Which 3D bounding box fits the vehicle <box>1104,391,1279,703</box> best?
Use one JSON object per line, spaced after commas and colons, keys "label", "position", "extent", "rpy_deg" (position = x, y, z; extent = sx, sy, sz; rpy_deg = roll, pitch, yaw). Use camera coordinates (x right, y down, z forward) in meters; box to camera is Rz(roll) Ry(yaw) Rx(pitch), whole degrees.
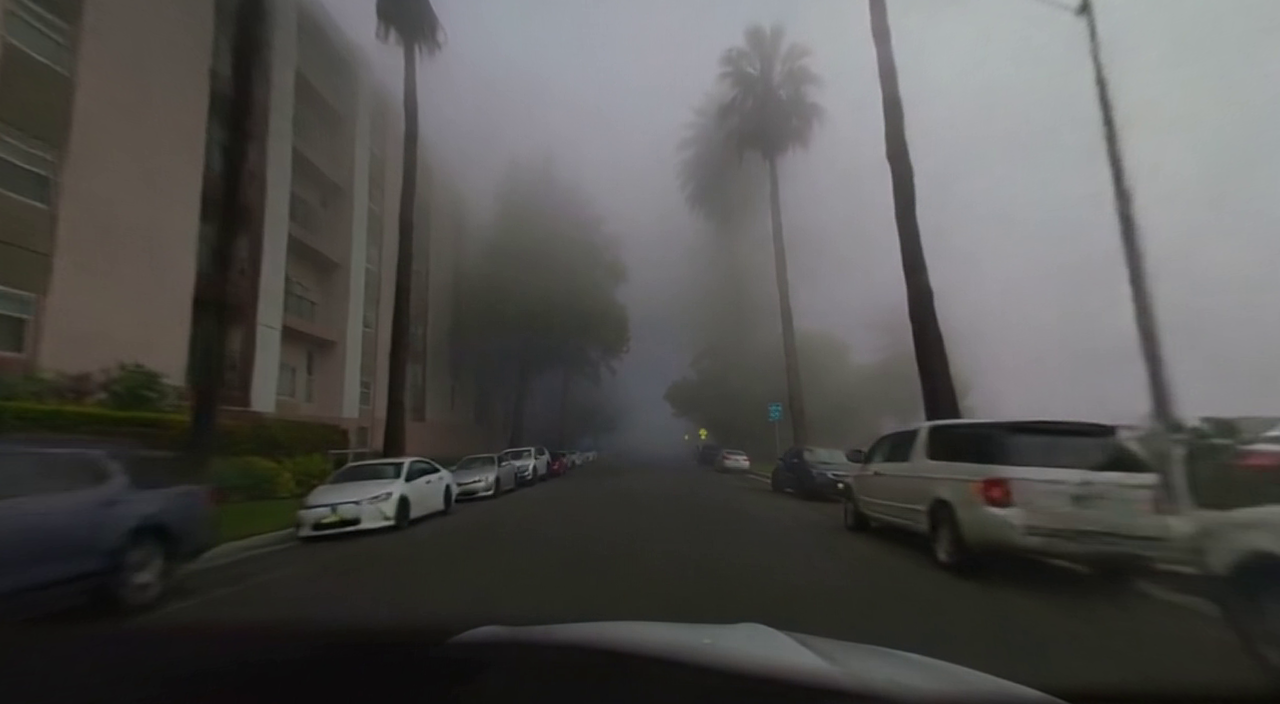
{"label": "vehicle", "position": [4.648, 0.919, 2.338], "extent": [2.220, 1.738, 4.800], "rpy_deg": [0, -8, 1]}

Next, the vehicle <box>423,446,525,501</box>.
{"label": "vehicle", "position": [-5.081, 3.769, 20.055], "extent": [1.997, 1.497, 4.437], "rpy_deg": [0, -9, 0]}

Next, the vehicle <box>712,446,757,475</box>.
{"label": "vehicle", "position": [5.205, 6.037, 35.494], "extent": [1.991, 1.525, 5.203], "rpy_deg": [0, -9, 3]}

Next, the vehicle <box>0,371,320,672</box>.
{"label": "vehicle", "position": [-5.324, 1.237, 4.941], "extent": [2.227, 1.967, 6.220], "rpy_deg": [0, -9, 2]}

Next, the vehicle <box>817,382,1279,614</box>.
{"label": "vehicle", "position": [4.511, 1.712, 8.587], "extent": [2.570, 2.005, 6.020], "rpy_deg": [0, -8, 1]}

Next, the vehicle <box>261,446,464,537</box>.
{"label": "vehicle", "position": [-5.361, 2.711, 13.040], "extent": [2.031, 1.505, 4.540], "rpy_deg": [0, -9, 1]}
